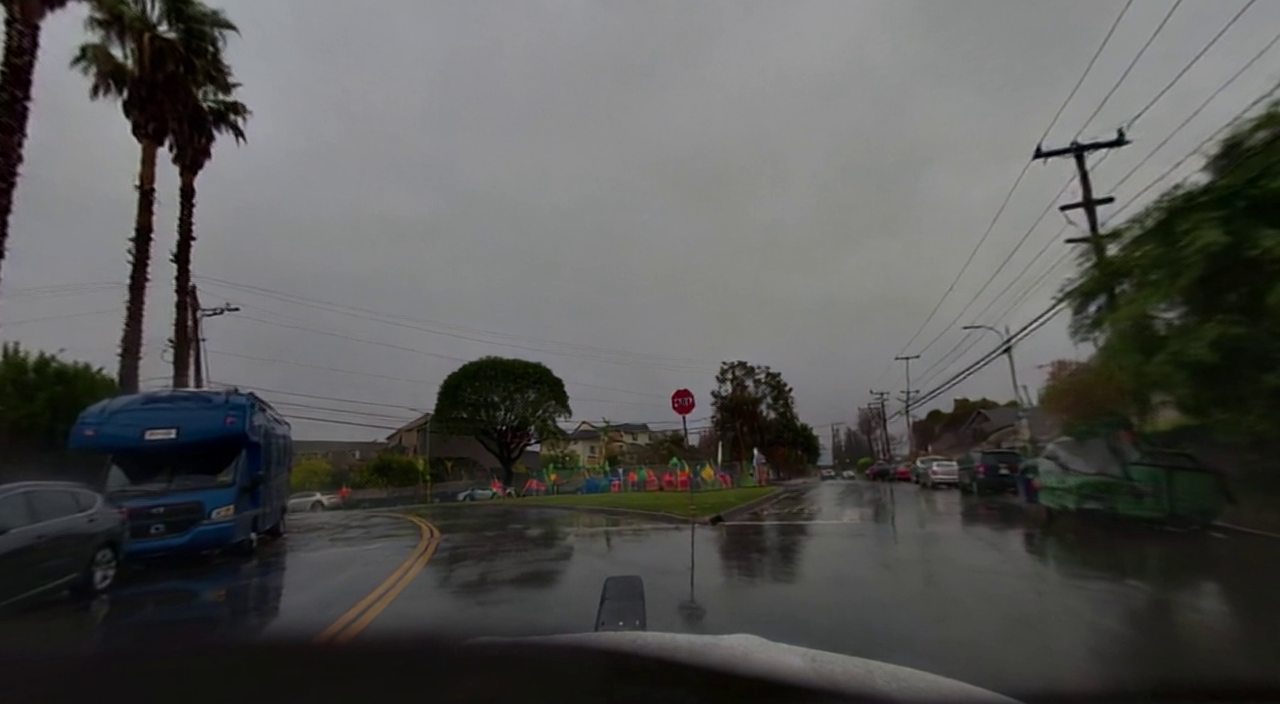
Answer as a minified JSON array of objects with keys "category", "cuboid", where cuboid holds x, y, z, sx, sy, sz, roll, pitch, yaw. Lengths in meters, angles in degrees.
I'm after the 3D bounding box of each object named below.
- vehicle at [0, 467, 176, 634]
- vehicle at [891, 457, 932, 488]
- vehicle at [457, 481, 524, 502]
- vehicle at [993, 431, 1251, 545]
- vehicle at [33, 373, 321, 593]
[{"category":"vehicle","cuboid":[-7.931,2.267,7.473,2.103,1.599,4.865,1,-9,-13]},{"category":"vehicle","cuboid":[19.655,8.702,45.943,1.974,1.894,4.810,-3,-8,14]},{"category":"vehicle","cuboid":[-11.598,10.876,49.275,4.966,1.377,1.739,1,-9,-9]},{"category":"vehicle","cuboid":[9.902,2.740,13.864,2.508,1.887,5.930,-3,-8,17]},{"category":"vehicle","cuboid":[-10.863,3.047,16.695,3.216,3.720,11.364,2,-9,-22]}]
